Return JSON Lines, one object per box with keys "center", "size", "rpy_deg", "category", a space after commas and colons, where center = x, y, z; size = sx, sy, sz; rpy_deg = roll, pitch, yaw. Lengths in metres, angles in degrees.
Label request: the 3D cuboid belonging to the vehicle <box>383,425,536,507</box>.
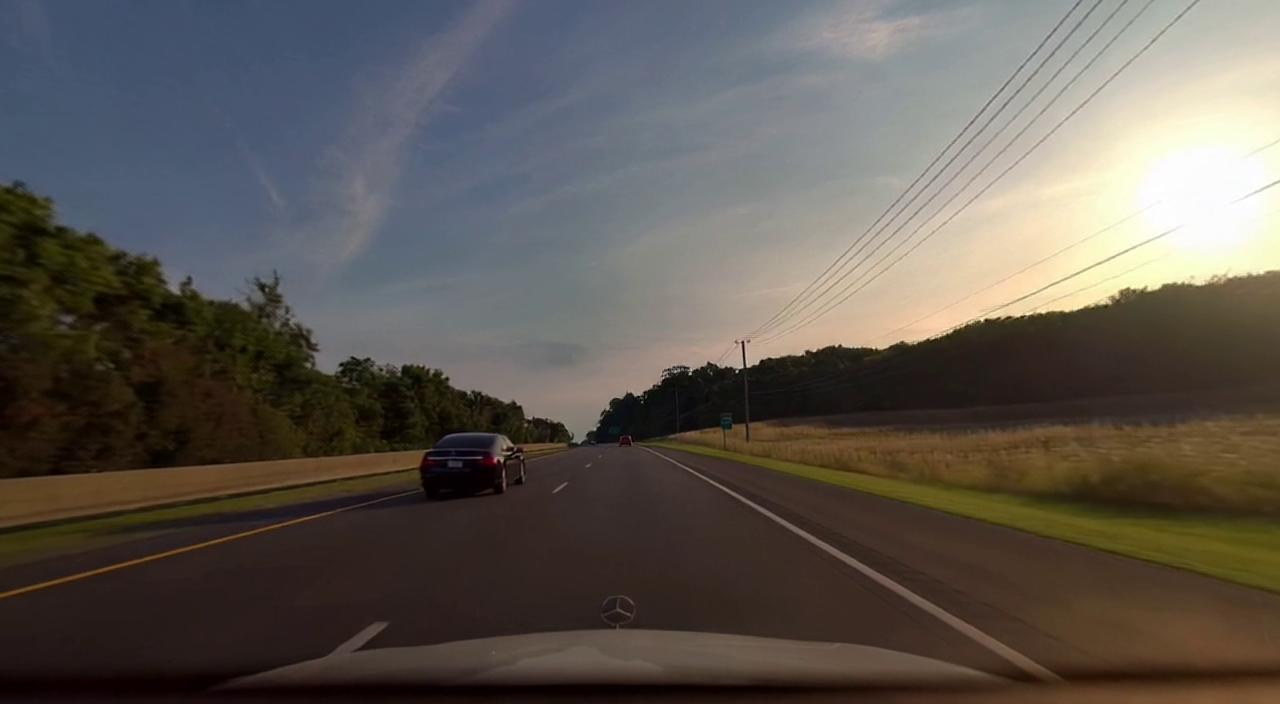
{"center": [-3.822, 2.489, 14.382], "size": [2.150, 1.532, 4.671], "rpy_deg": [0, -8, -1], "category": "vehicle"}
